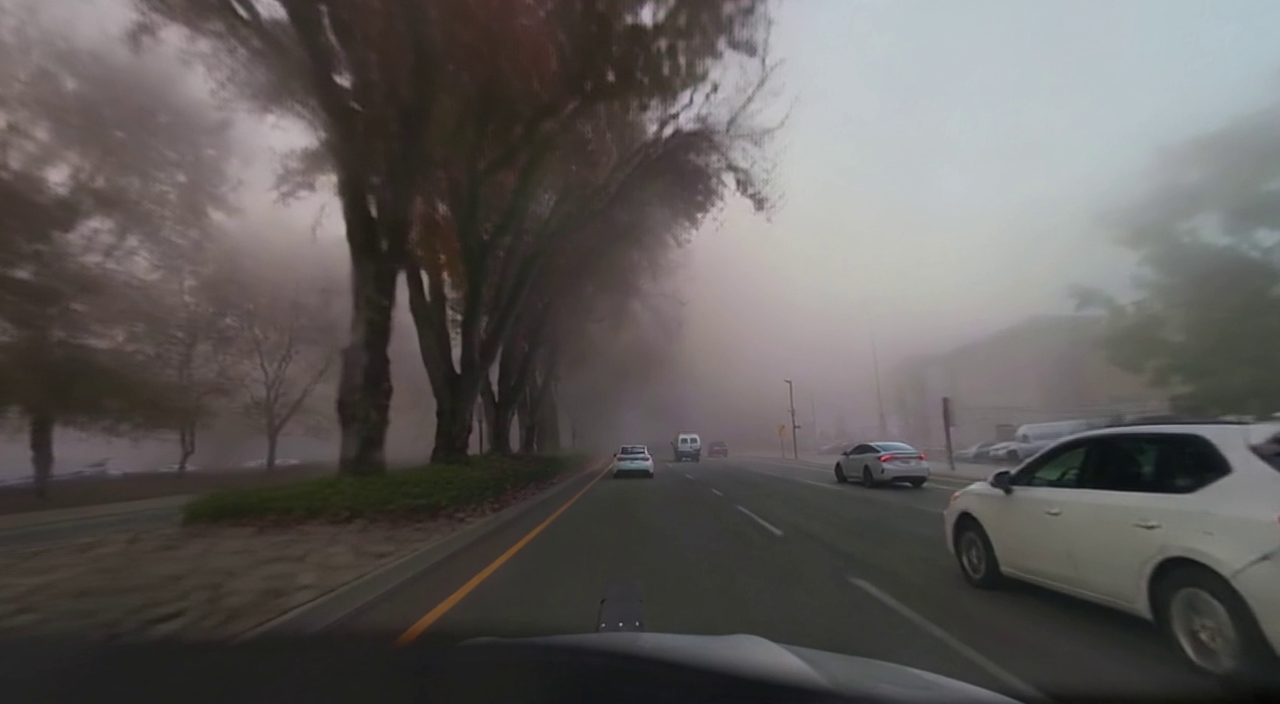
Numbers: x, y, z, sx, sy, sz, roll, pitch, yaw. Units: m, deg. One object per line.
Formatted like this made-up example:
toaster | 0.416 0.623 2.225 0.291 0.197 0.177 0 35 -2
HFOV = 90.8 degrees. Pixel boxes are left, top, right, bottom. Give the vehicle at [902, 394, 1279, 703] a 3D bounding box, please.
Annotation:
vehicle | 3.677 1.132 4.025 2.094 1.480 4.323 0 -9 -1

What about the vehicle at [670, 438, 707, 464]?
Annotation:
vehicle | 3.455 7.141 45.726 2.188 1.760 4.297 0 -8 -1

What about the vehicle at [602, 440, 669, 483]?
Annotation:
vehicle | -0.182 4.091 23.975 2.289 1.471 4.477 0 -8 -1
